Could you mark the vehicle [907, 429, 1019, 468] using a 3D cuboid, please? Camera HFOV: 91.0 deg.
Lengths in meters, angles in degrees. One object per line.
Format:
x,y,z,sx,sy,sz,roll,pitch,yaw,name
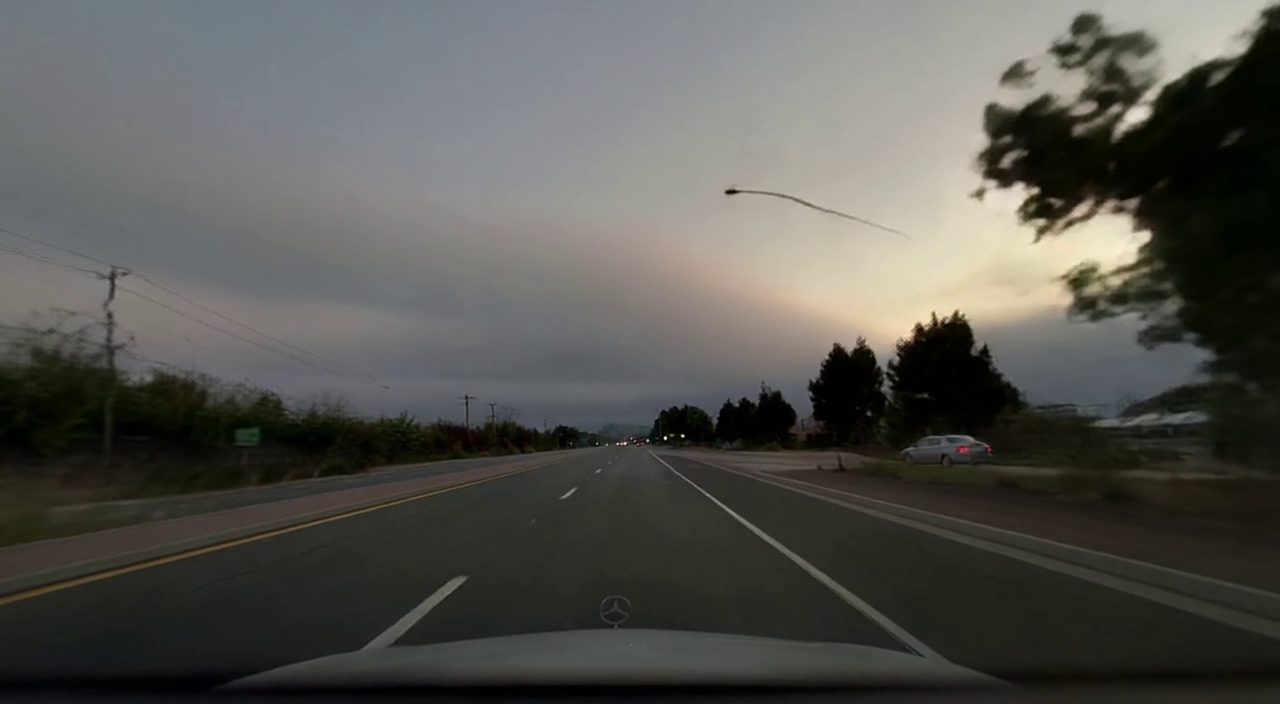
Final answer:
17.734,5.324,34.917,2.328,1.916,5.227,2,-9,-20,vehicle
